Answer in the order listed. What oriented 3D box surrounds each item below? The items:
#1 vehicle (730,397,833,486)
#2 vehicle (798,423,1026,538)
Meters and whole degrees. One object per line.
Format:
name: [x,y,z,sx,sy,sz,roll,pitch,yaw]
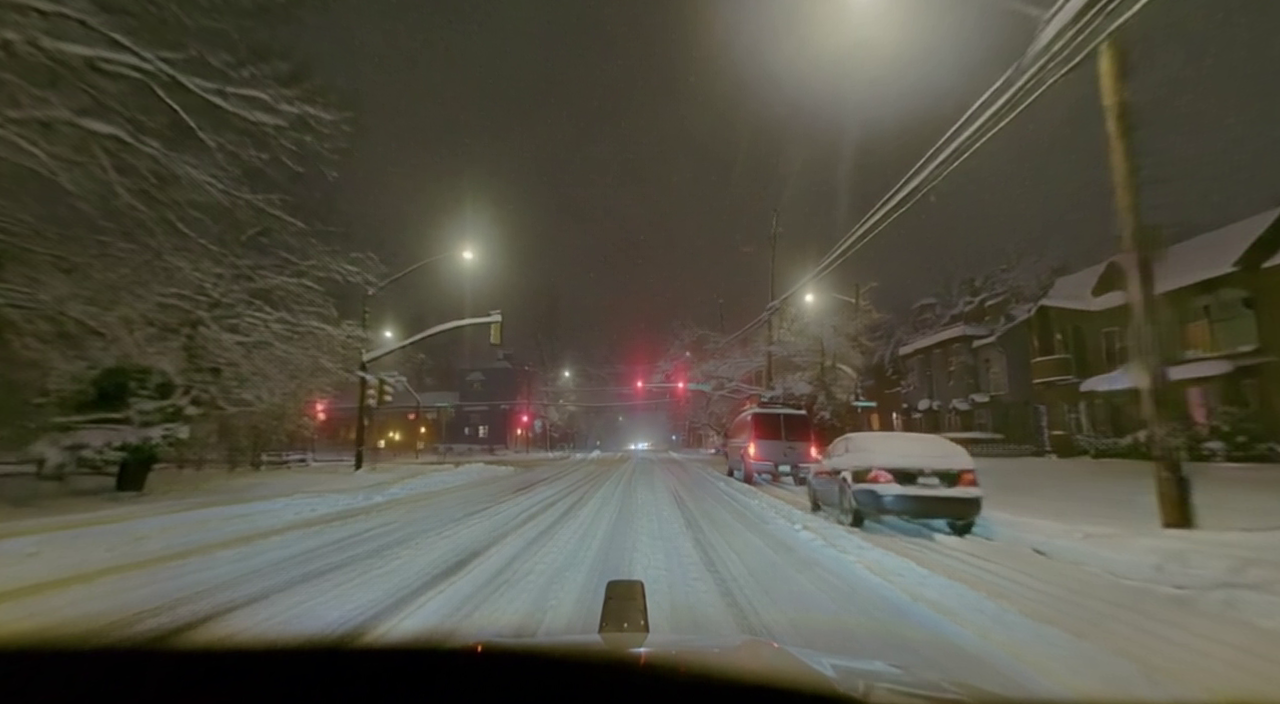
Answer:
vehicle: [4.851,3.211,22.504,2.398,2.806,4.857,0,-8,-1]
vehicle: [4.676,2.284,11.896,2.202,1.712,4.813,0,-8,1]
